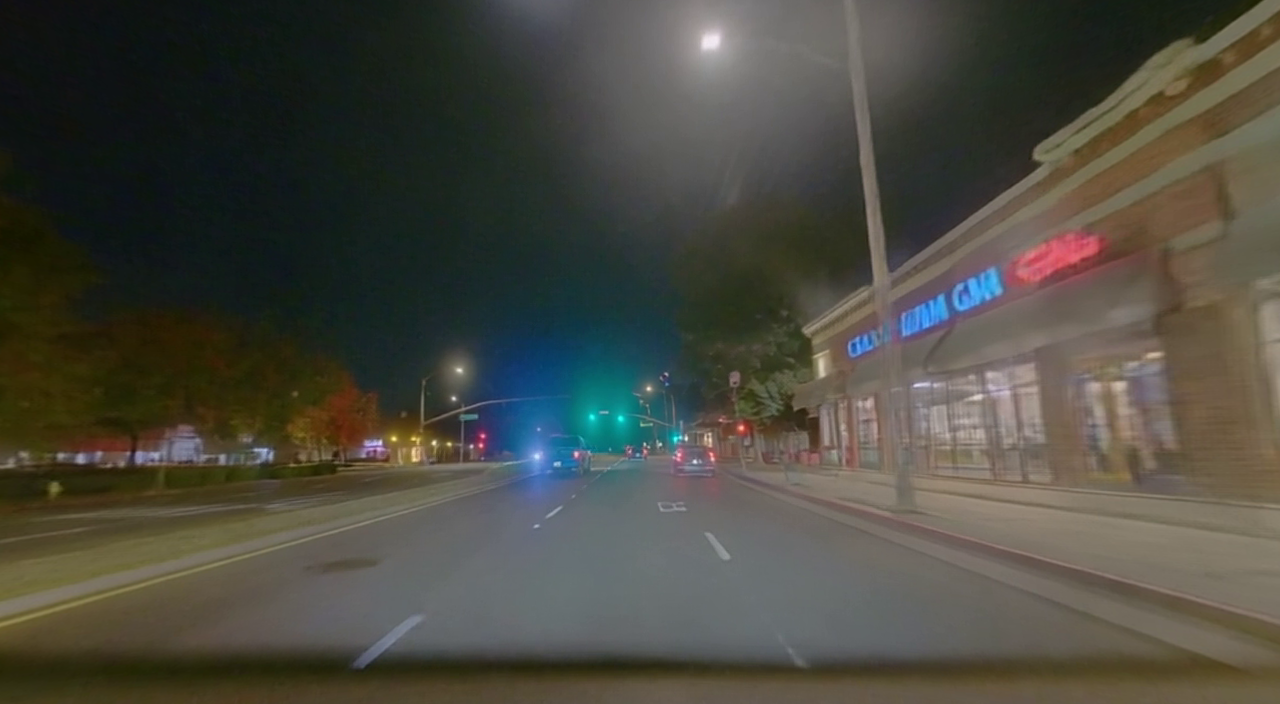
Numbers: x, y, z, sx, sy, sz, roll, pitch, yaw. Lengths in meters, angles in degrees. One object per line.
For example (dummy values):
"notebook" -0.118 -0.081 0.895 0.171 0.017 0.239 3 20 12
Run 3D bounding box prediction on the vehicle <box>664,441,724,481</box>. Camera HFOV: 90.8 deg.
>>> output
"vehicle" 2.135 4.476 26.133 2.103 1.487 4.101 0 -9 0

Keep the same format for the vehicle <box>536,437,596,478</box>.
"vehicle" -3.453 5.049 30.583 2.464 1.777 5.128 0 -9 -2
